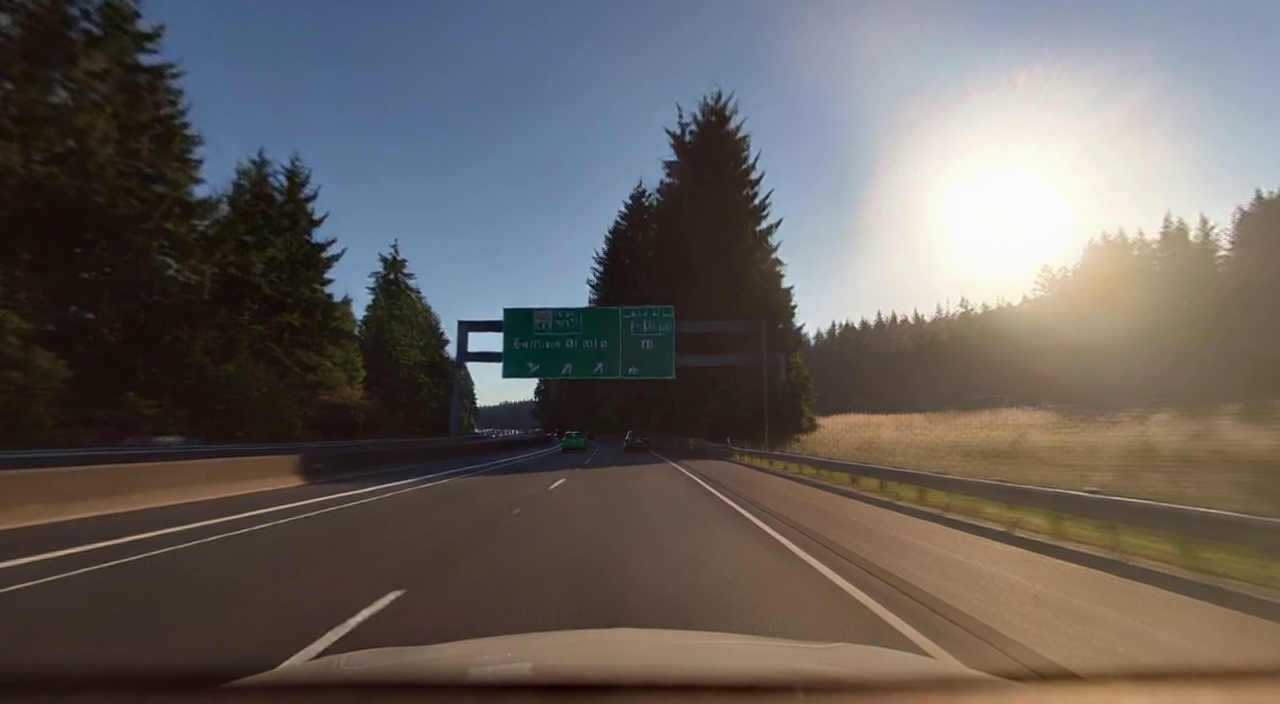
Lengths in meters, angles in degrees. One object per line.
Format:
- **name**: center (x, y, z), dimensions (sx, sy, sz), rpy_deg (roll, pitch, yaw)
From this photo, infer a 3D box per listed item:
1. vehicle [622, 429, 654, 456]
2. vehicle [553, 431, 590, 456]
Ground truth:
- **vehicle**: center (-0.182, 6.368, 44.557), dimensions (2.170, 1.790, 4.490), rpy_deg (0, -8, -1)
- **vehicle**: center (-4.608, 6.206, 42.771), dimensions (2.055, 1.610, 4.116), rpy_deg (0, -8, 0)
